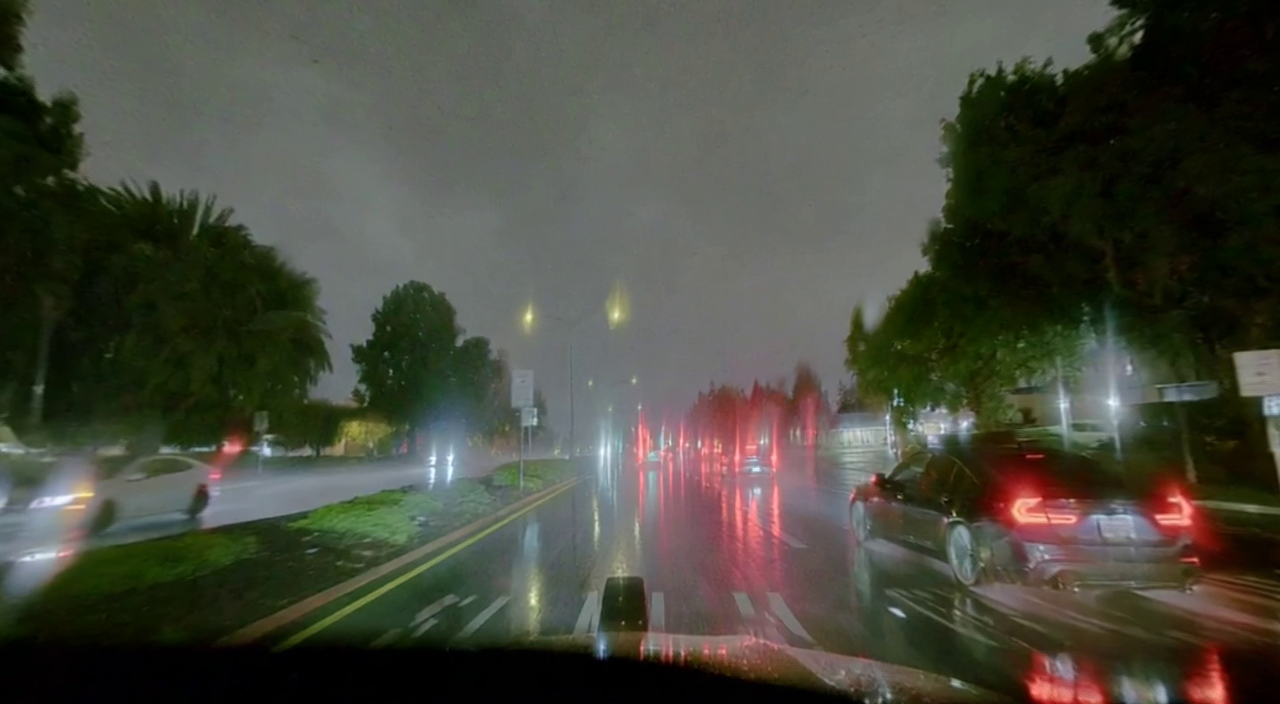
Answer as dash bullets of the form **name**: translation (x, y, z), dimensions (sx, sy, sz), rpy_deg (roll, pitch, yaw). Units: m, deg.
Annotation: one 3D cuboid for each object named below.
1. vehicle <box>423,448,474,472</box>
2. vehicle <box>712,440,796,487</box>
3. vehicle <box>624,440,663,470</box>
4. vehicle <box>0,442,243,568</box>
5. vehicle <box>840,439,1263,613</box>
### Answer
- **vehicle**: translation (-12.994, 7.327, 42.886), dimensions (1.937, 1.501, 4.520), rpy_deg (0, -8, 1)
- **vehicle**: translation (3.968, 3.962, 22.752), dimensions (2.119, 1.509, 4.756), rpy_deg (0, -9, 0)
- **vehicle**: translation (0.244, 6.092, 37.330), dimensions (2.172, 1.694, 4.055), rpy_deg (0, -8, 2)
- **vehicle**: translation (-8.624, 2.156, 9.688), dimensions (1.996, 1.496, 4.508), rpy_deg (0, -8, 1)
- **vehicle**: translation (4.116, 1.768, 7.492), dimensions (1.944, 1.404, 4.597), rpy_deg (0, -9, 0)
